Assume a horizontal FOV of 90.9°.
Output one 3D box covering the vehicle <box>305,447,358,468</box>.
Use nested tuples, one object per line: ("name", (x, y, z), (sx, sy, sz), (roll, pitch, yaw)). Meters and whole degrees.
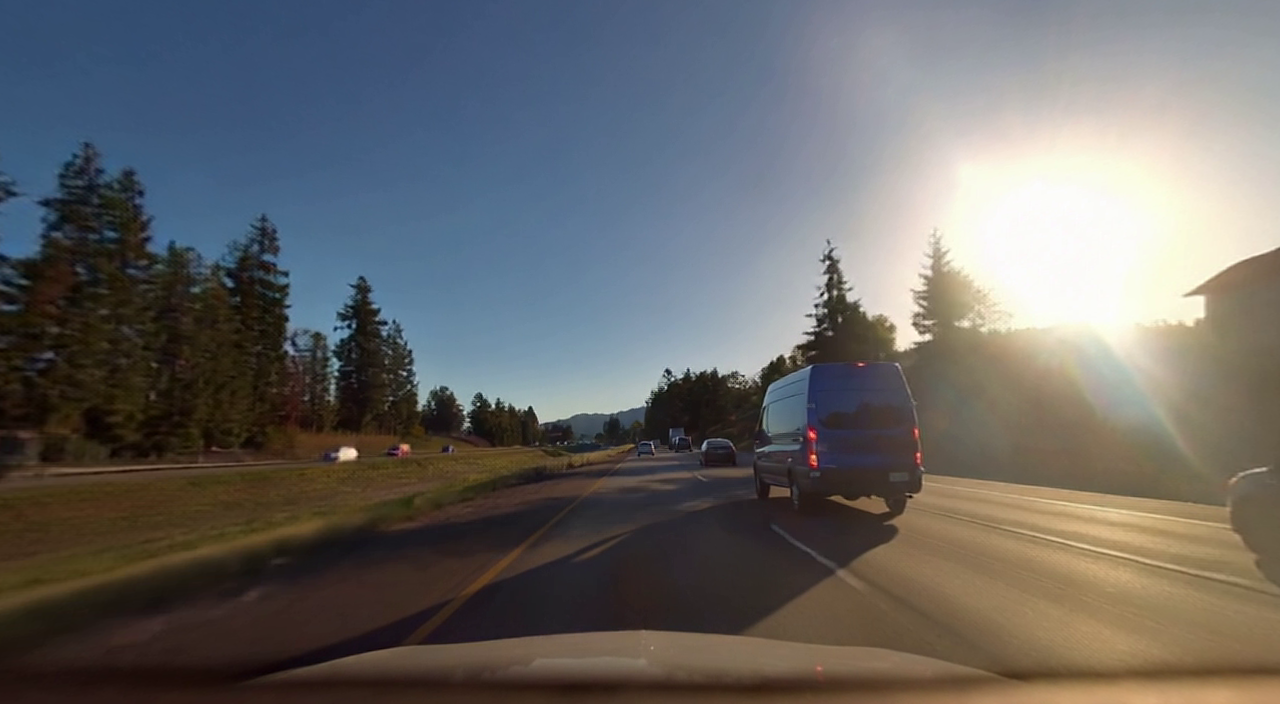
("vehicle", (-23.673, 8.063, 48.538), (1.899, 1.508, 4.073), (0, -8, 1))

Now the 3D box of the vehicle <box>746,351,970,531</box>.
("vehicle", (3.742, 1.751, 12.411), (2.302, 2.670, 5.912), (0, -8, 1))

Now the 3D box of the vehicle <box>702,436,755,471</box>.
("vehicle", (4.463, 5.196, 32.357), (2.034, 1.651, 4.342), (0, -8, -1))
